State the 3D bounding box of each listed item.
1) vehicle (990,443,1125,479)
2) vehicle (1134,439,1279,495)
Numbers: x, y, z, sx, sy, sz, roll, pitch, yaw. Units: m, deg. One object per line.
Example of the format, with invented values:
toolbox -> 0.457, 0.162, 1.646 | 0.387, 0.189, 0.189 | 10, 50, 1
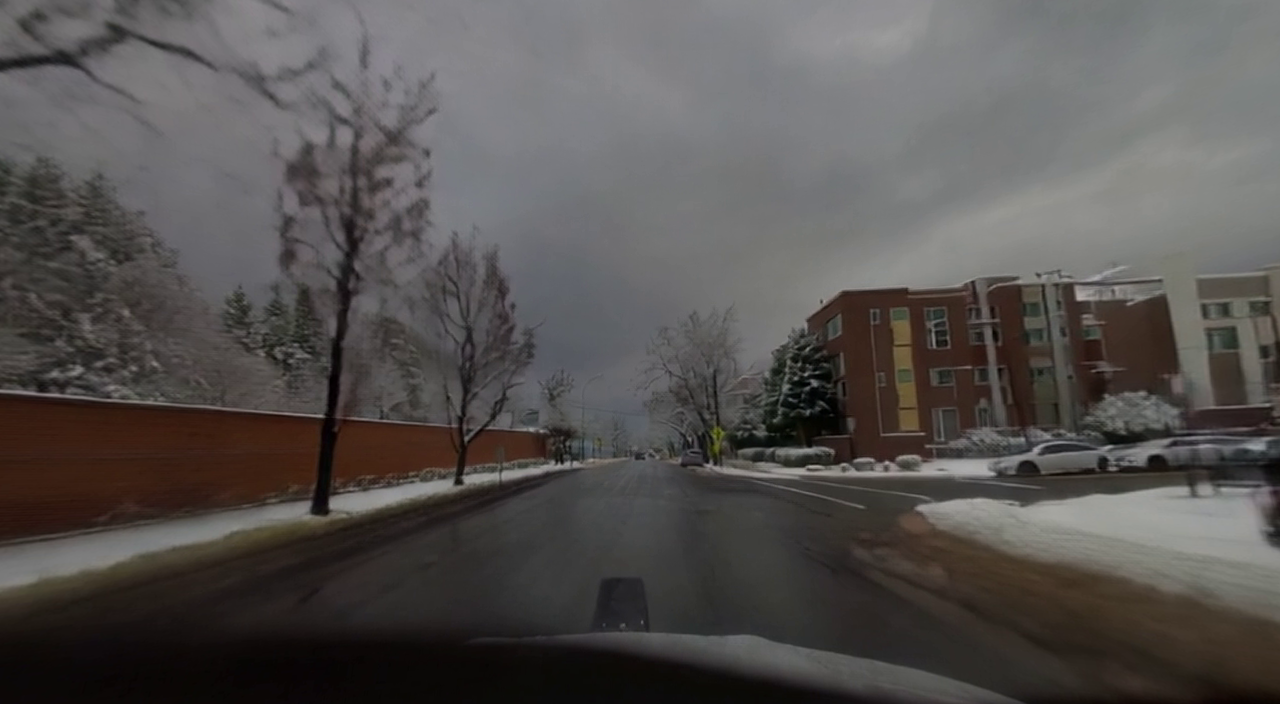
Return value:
vehicle -> 19.041, 5.014, 28.896 | 4.697, 1.502, 2.124 | 2, -10, -4
vehicle -> 17.764, 3.456, 19.268 | 2.149, 1.478, 4.695 | -3, -10, 11
